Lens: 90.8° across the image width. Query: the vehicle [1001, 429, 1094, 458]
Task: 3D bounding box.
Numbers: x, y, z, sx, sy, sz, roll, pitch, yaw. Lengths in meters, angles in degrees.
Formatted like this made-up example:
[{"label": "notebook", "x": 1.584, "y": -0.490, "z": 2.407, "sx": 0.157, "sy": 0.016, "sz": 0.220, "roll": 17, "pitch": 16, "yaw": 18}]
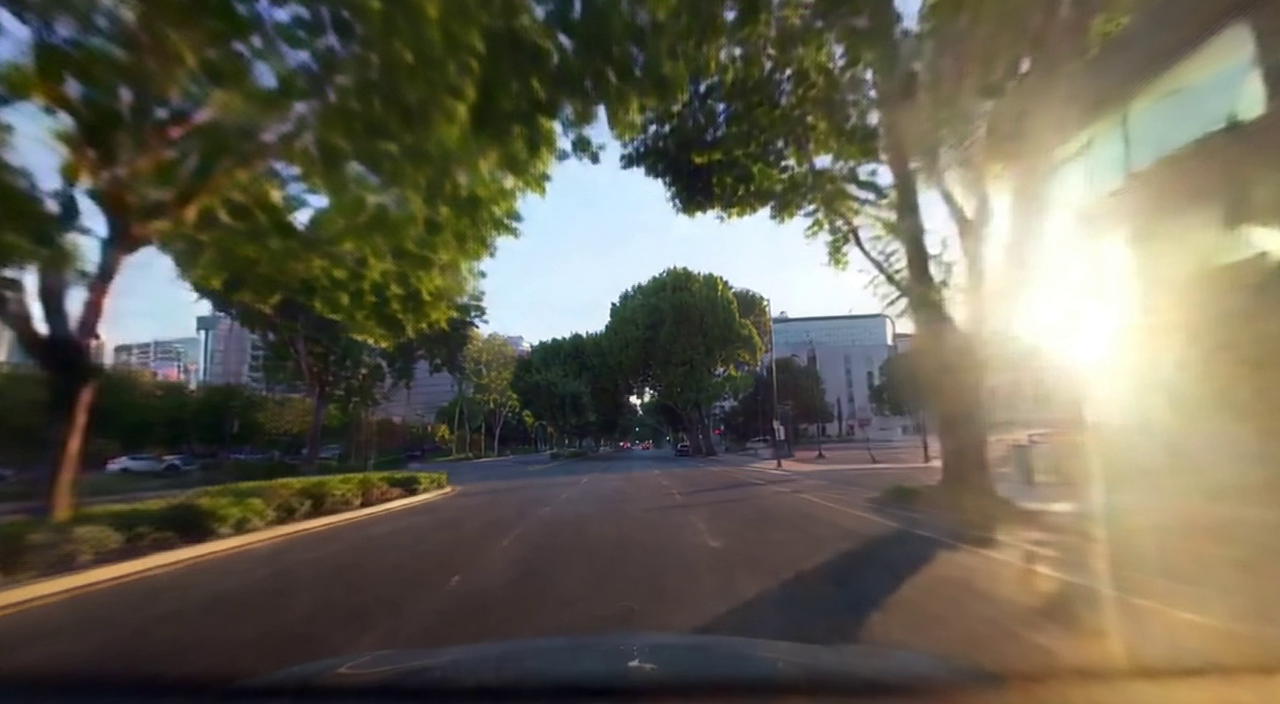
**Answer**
[{"label": "vehicle", "x": 22.258, "y": 5.040, "z": 34.758, "sx": 1.834, "sy": 1.444, "sz": 4.703, "roll": 0, "pitch": -8, "yaw": -3}]
